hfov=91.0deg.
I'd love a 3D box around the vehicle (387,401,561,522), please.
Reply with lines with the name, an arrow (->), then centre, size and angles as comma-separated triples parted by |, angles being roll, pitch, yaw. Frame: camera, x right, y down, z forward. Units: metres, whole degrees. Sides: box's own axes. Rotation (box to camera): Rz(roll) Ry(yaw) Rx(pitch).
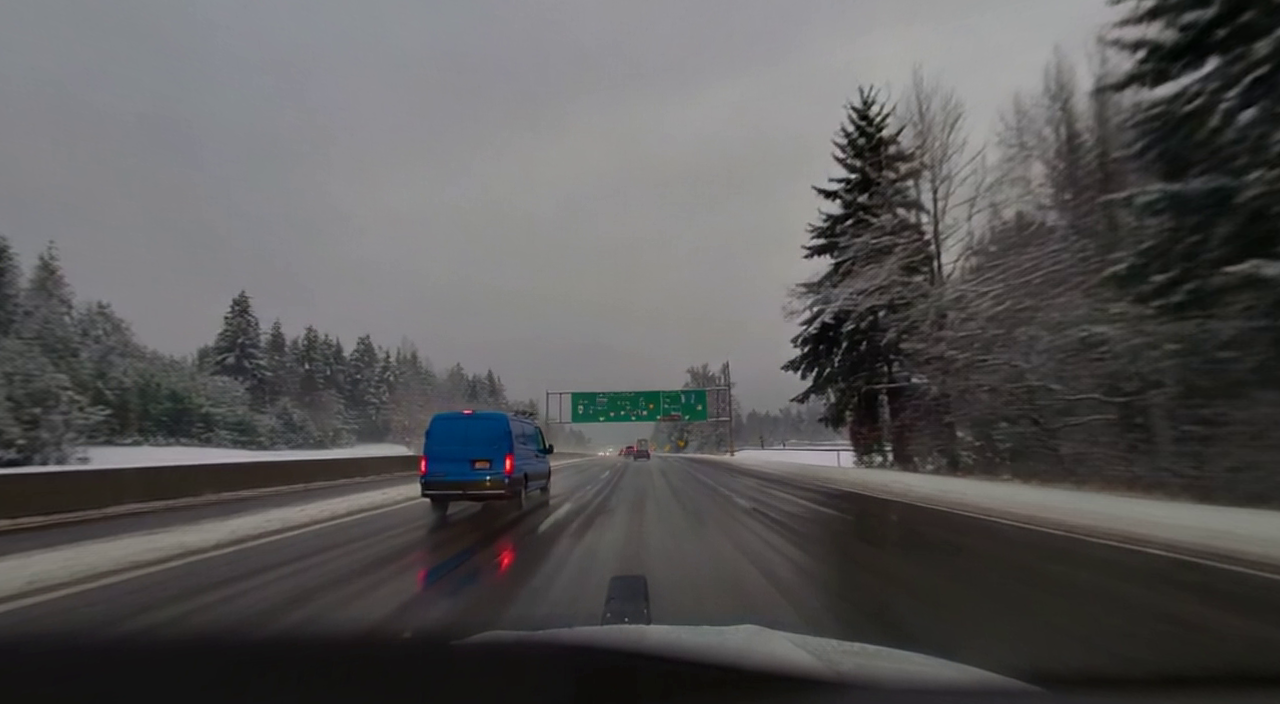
vehicle -> -3.081, 2.176, 12.947 | 2.281, 2.025, 4.586 | 0, -8, 0
